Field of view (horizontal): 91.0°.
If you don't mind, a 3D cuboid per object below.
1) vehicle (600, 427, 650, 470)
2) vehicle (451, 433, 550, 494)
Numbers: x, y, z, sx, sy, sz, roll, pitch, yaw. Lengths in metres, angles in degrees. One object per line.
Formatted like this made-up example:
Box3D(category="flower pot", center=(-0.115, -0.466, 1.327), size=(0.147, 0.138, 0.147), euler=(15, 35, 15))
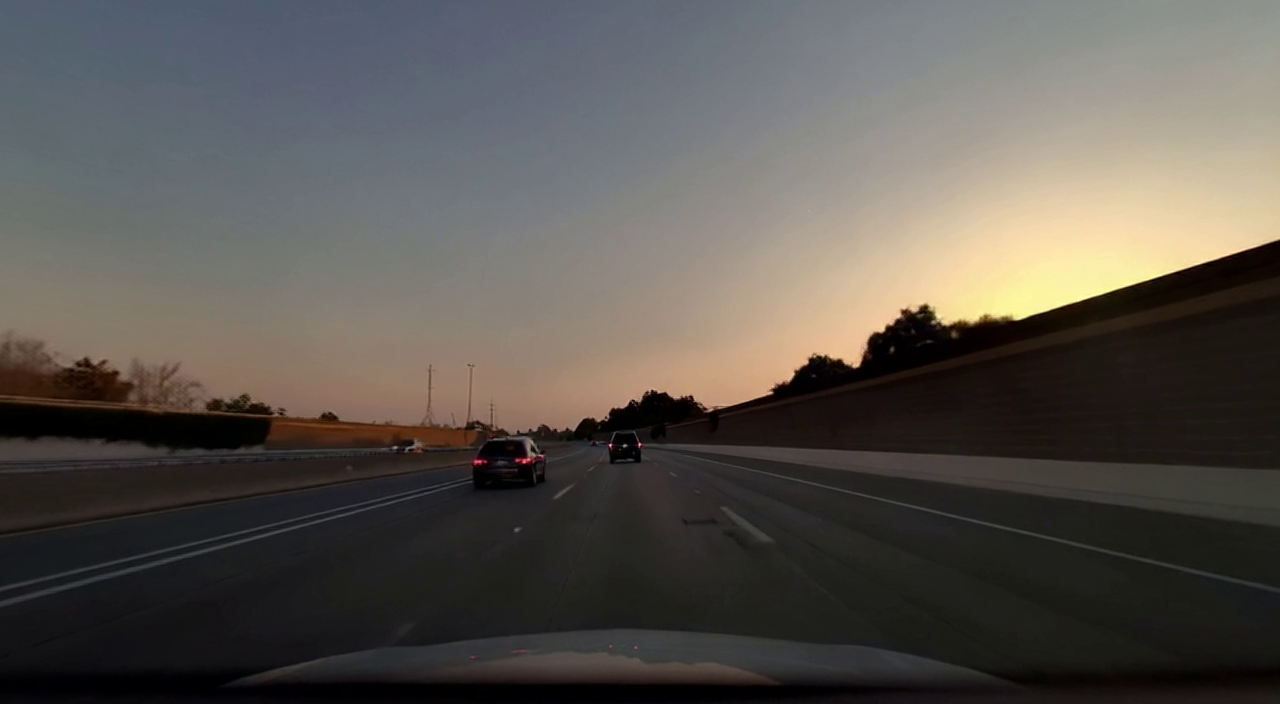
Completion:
Box3D(category="vehicle", center=(-0.780, 4.879, 31.964), size=(2.382, 1.973, 4.439), euler=(0, -8, -2))
Box3D(category="vehicle", center=(-4.026, 3.278, 18.979), size=(2.039, 1.602, 4.317), euler=(0, -8, 0))
